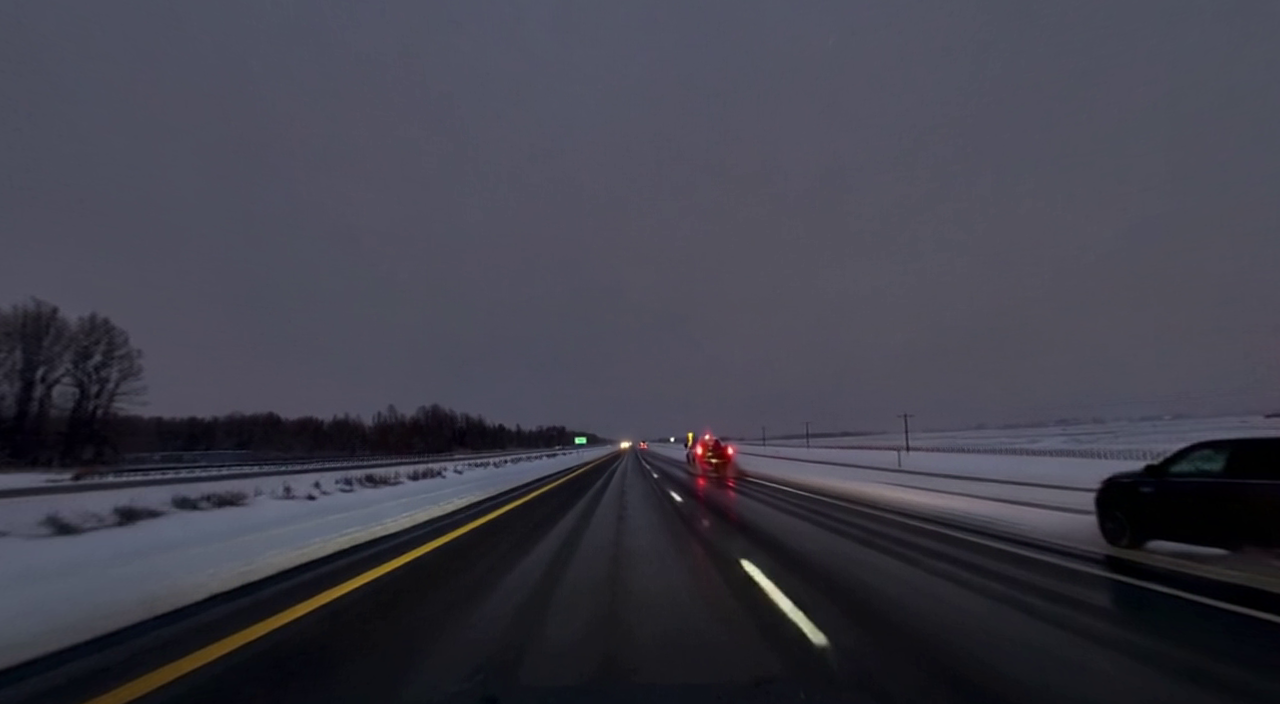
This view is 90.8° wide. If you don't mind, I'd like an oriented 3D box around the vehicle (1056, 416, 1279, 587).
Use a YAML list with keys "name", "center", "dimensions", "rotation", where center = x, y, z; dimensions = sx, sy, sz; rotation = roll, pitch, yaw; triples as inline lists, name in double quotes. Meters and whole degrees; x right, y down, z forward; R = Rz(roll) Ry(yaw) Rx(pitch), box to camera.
- name: "vehicle"
  center: [6.722, 1.390, 6.049]
  dimensions: [2.046, 1.509, 4.929]
  rotation: [0, -8, -1]

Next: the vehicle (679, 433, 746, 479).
- name: "vehicle"
  center: [3.008, 4.442, 27.329]
  dimensions: [2.141, 1.785, 4.778]
  rotation: [0, -8, -2]
